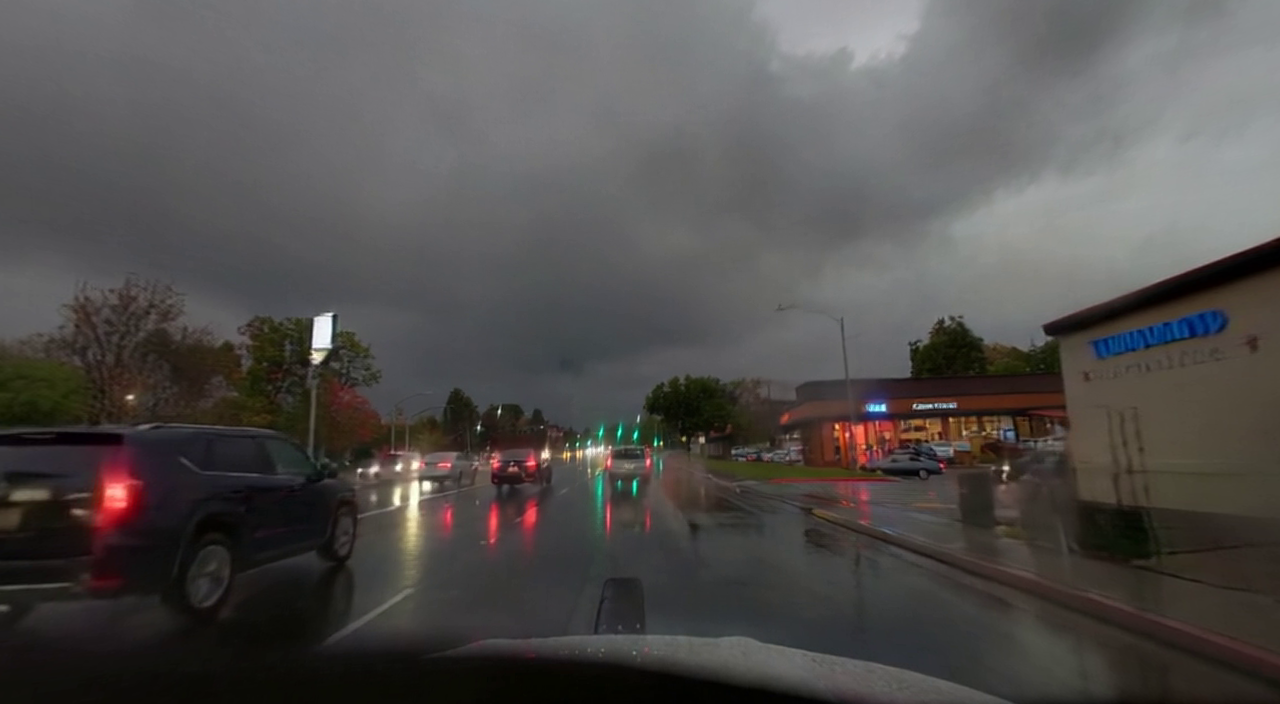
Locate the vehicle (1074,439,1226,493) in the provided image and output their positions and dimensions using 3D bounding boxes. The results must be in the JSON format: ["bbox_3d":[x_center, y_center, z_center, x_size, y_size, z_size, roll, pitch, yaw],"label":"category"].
[{"bbox_3d":[16.009,3.524,19.812,4.619,1.523,1.873,4,-10,-27],"label":"vehicle"}]

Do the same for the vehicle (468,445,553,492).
[{"bbox_3d":[-4.438,4.055,22.436,1.973,1.456,4.850,0,-9,0],"label":"vehicle"}]

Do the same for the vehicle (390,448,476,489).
[{"bbox_3d":[-8.087,4.557,25.091,2.009,1.470,4.179,0,-9,-1],"label":"vehicle"}]

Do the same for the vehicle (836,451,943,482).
[{"bbox_3d":[13.416,6.165,34.271,4.877,1.603,2.197,0,-9,2],"label":"vehicle"}]

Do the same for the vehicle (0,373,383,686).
[{"bbox_3d":[-4.411,1.350,5.938,2.096,1.807,4.413,0,-9,0],"label":"vehicle"}]

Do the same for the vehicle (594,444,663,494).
[{"bbox_3d":[-0.409,3.773,20.811,2.061,1.469,3.954,0,-9,-2],"label":"vehicle"}]
